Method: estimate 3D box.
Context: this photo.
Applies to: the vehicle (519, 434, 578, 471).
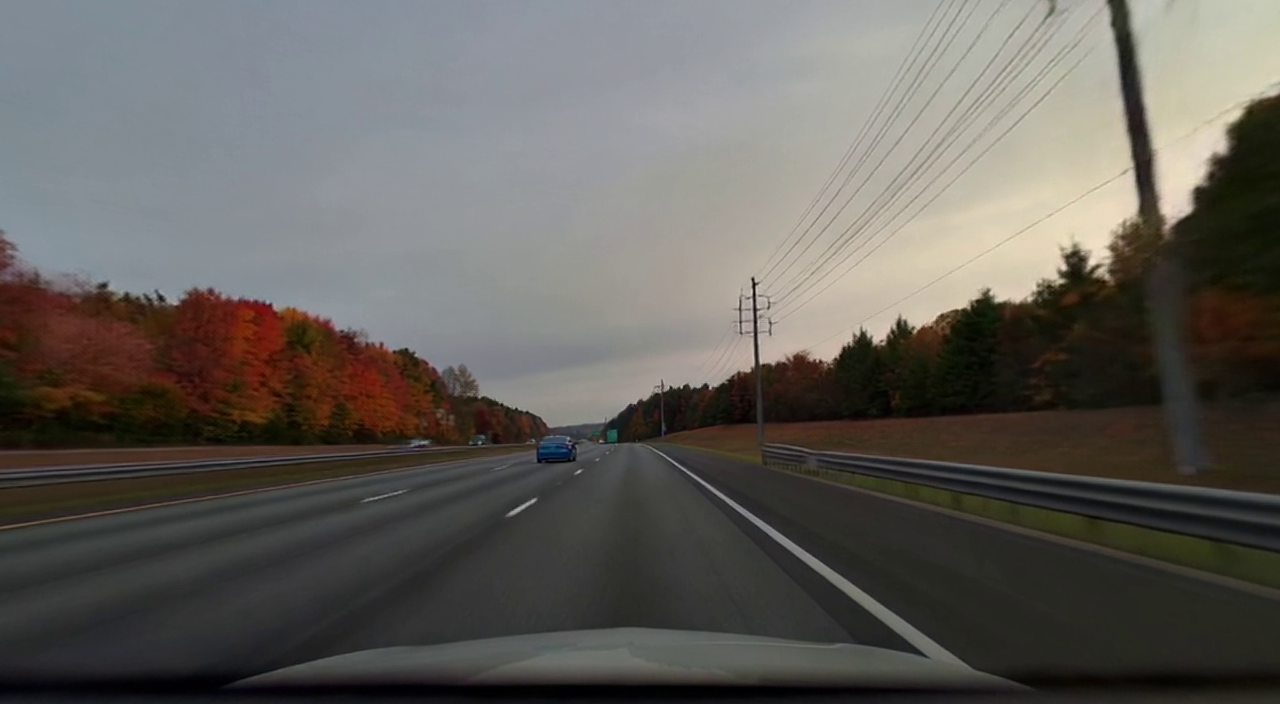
[{"bbox_3d":[-3.940,4.375,27.758,2.025,1.475,4.379,0,-8,-1],"label":"vehicle"}]
